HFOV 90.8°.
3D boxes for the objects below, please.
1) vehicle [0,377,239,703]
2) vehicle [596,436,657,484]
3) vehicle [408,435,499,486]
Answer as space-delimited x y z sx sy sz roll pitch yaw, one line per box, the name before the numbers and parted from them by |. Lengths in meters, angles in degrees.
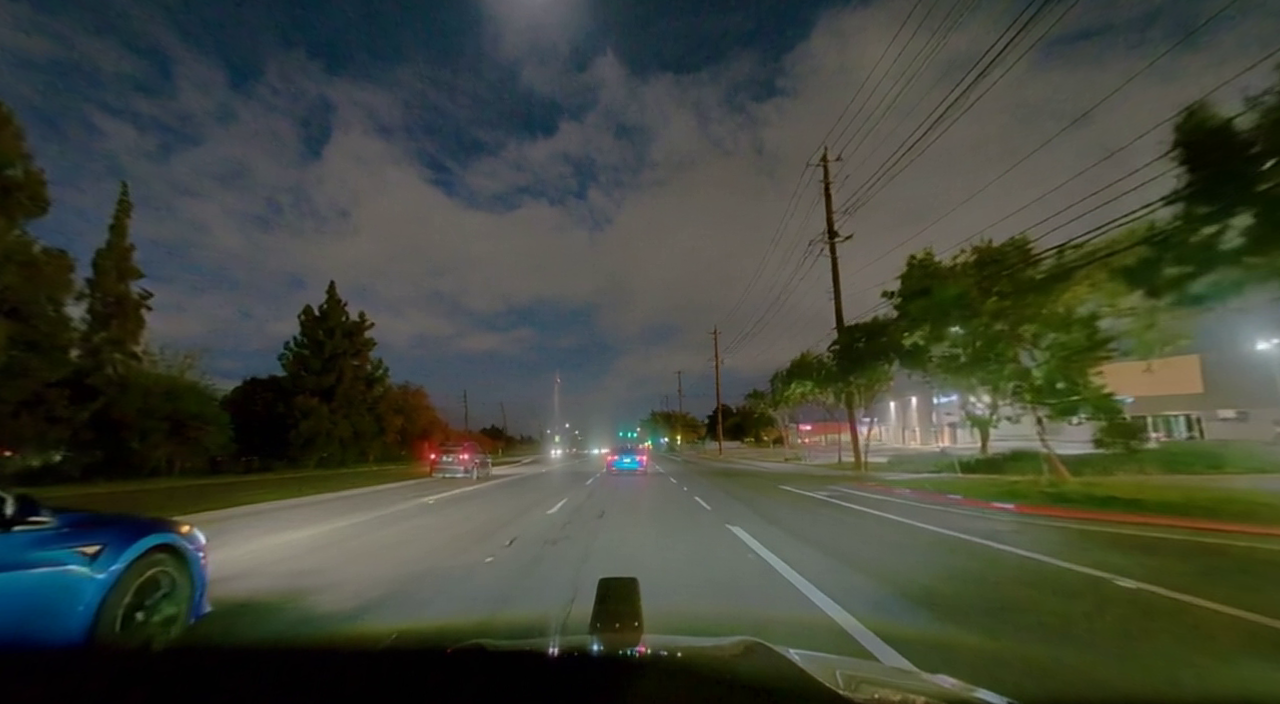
vehicle | -3.714 0.791 1.777 1.985 1.607 4.892 0 -8 -1
vehicle | -0.494 4.175 24.689 2.189 1.652 4.135 0 -8 0
vehicle | -7.262 4.263 25.193 2.203 1.819 4.547 -1 -8 0
